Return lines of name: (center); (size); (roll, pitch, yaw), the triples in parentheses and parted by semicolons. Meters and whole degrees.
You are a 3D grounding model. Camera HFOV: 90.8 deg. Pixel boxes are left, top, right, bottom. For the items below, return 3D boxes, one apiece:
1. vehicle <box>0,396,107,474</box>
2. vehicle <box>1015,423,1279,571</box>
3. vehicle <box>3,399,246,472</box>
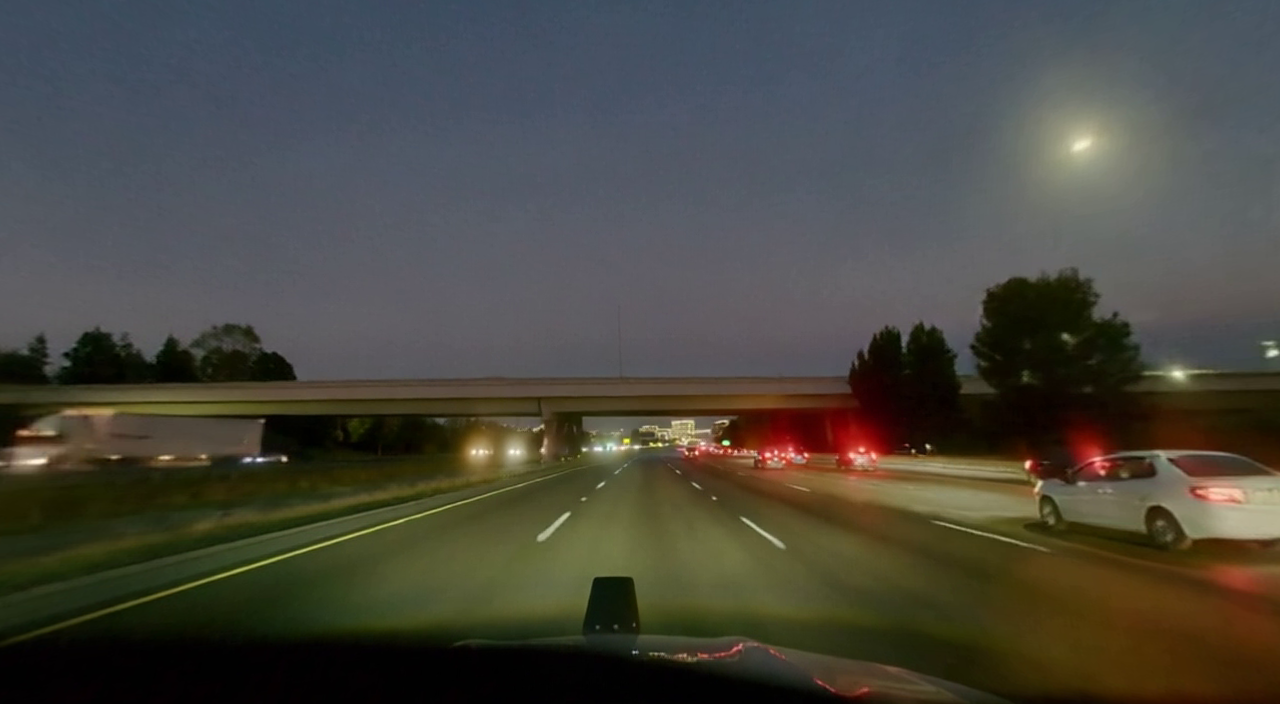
vehicle: (-34.557, 4.619, 34.769); (3.015, 3.942, 8.354); (0, -9, 0)
vehicle: (7.743, 1.917, 9.176); (1.862, 1.613, 4.316); (0, -9, -1)
vehicle: (-34.449, 5.970, 44.187); (2.902, 4.121, 16.582); (0, -9, 1)
